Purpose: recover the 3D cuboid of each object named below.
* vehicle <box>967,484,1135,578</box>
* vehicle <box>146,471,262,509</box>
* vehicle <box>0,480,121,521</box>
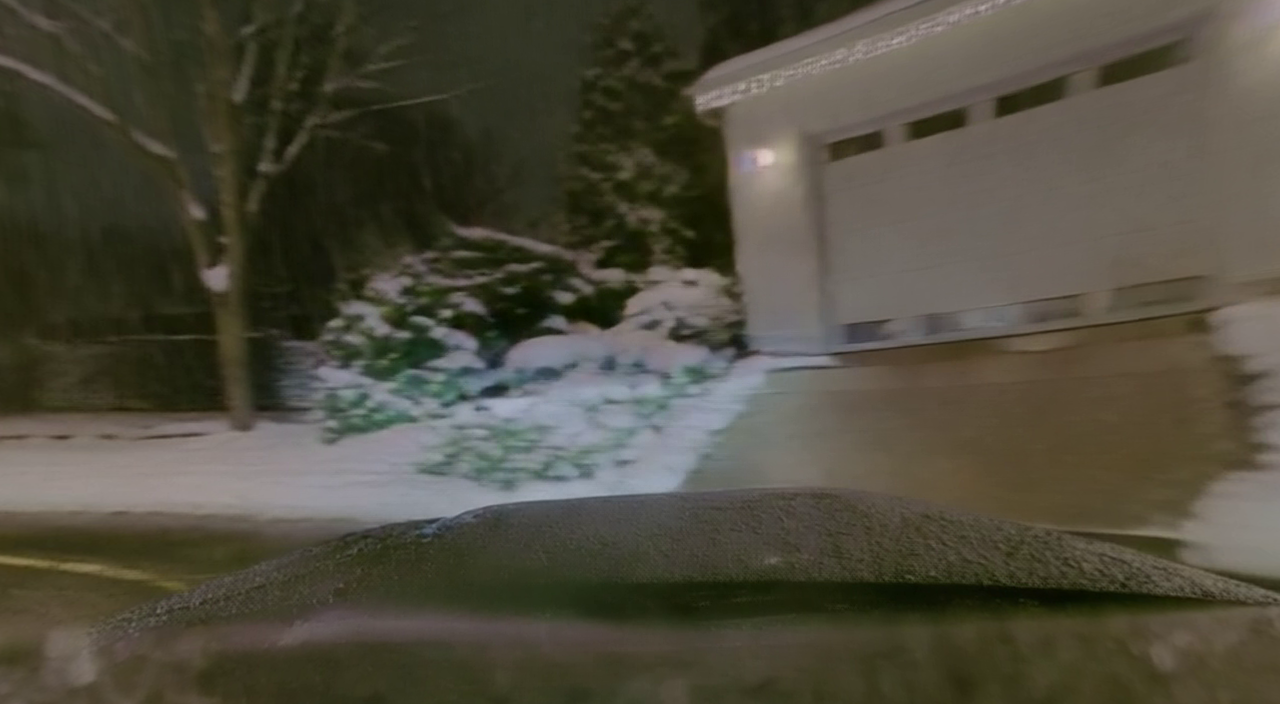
[{"bbox_3d":[9.132,3.931,14.516,1.860,1.477,4.629,-3,-9,16],"label":"vehicle"},{"bbox_3d":[-22.059,7.067,32.121,2.019,1.697,4.310,-1,-14,17],"label":"vehicle"},{"bbox_3d":[-25.830,6.473,27.721,1.804,1.435,4.315,-5,-11,44],"label":"vehicle"}]
